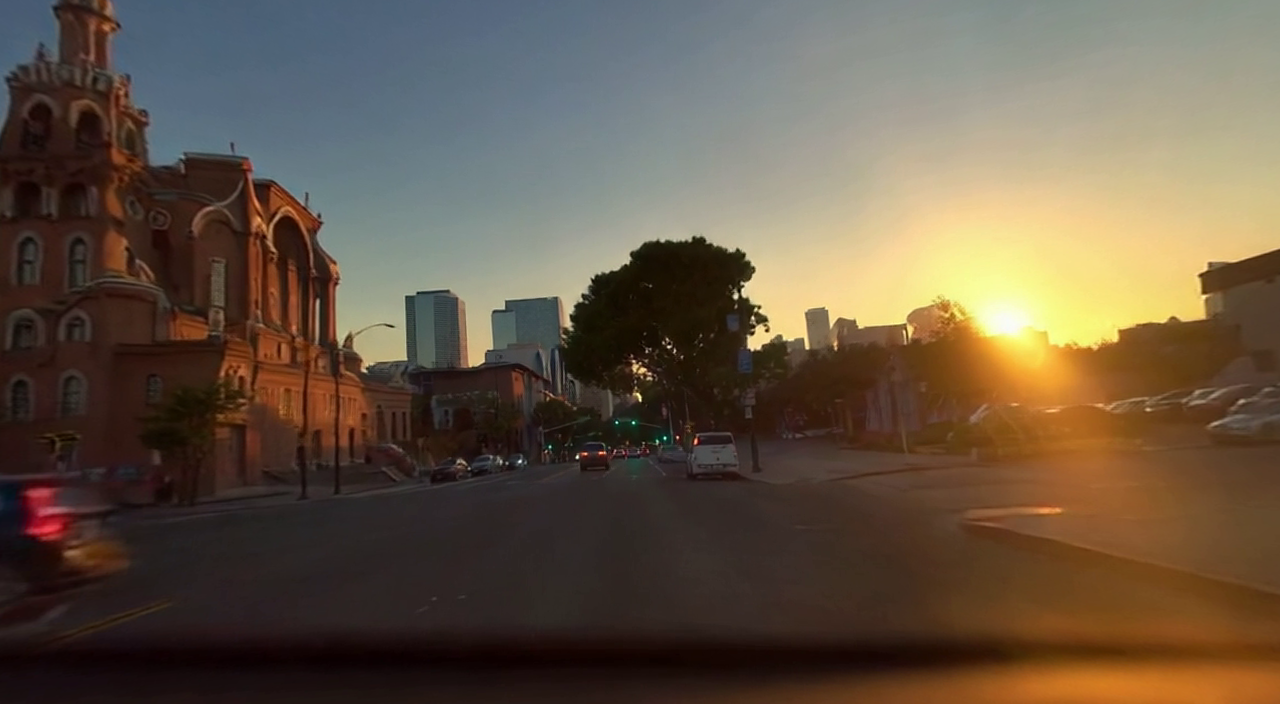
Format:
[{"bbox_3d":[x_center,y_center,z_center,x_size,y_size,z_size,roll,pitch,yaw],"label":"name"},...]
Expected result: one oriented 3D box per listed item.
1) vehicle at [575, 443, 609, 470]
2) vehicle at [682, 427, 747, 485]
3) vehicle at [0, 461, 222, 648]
[{"bbox_3d":[-3.668,8.057,48.994,2.293,1.936,4.737,0,-9,-1],"label":"vehicle"},{"bbox_3d":[2.796,4.067,24.961,2.074,2.041,5.045,-1,-9,1],"label":"vehicle"},{"bbox_3d":[-6.328,1.677,5.092,1.881,1.476,4.620,-4,-9,20],"label":"vehicle"}]
